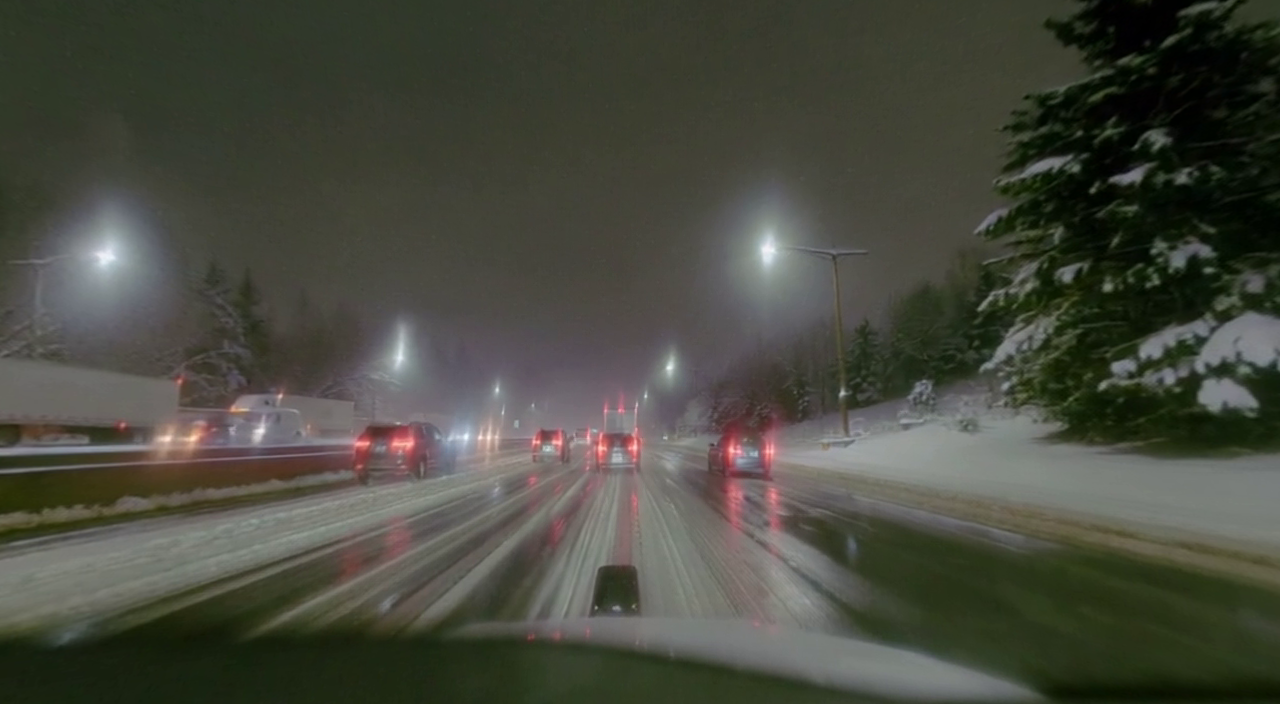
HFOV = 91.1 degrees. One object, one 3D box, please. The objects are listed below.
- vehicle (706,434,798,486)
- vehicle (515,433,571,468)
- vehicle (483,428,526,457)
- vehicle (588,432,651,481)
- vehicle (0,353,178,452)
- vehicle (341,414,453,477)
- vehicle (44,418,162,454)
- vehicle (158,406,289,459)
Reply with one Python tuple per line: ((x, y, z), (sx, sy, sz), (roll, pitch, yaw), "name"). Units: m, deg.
((3.503, 3.433, 20.525), (1.981, 1.474, 4.396), (0, -8, -3), "vehicle")
((-4.515, 4.653, 30.022), (2.046, 1.493, 4.384), (0, -8, -1), "vehicle")
((-9.017, 6.085, 42.297), (1.992, 1.838, 4.493), (0, -8, -1), "vehicle")
((-0.688, 3.503, 21.475), (1.980, 1.478, 3.758), (0, -8, -1), "vehicle")
((-27.671, 2.476, 28.752), (2.852, 4.024, 14.120), (0, -8, -2), "vehicle")
((-8.343, 3.260, 22.159), (2.158, 1.943, 4.662), (0, -8, -1), "vehicle")
((-23.270, 3.671, 27.459), (1.773, 1.462, 3.985), (0, -8, -3), "vehicle")
((-15.220, 2.995, 23.314), (1.919, 1.761, 4.413), (0, -8, -2), "vehicle")
